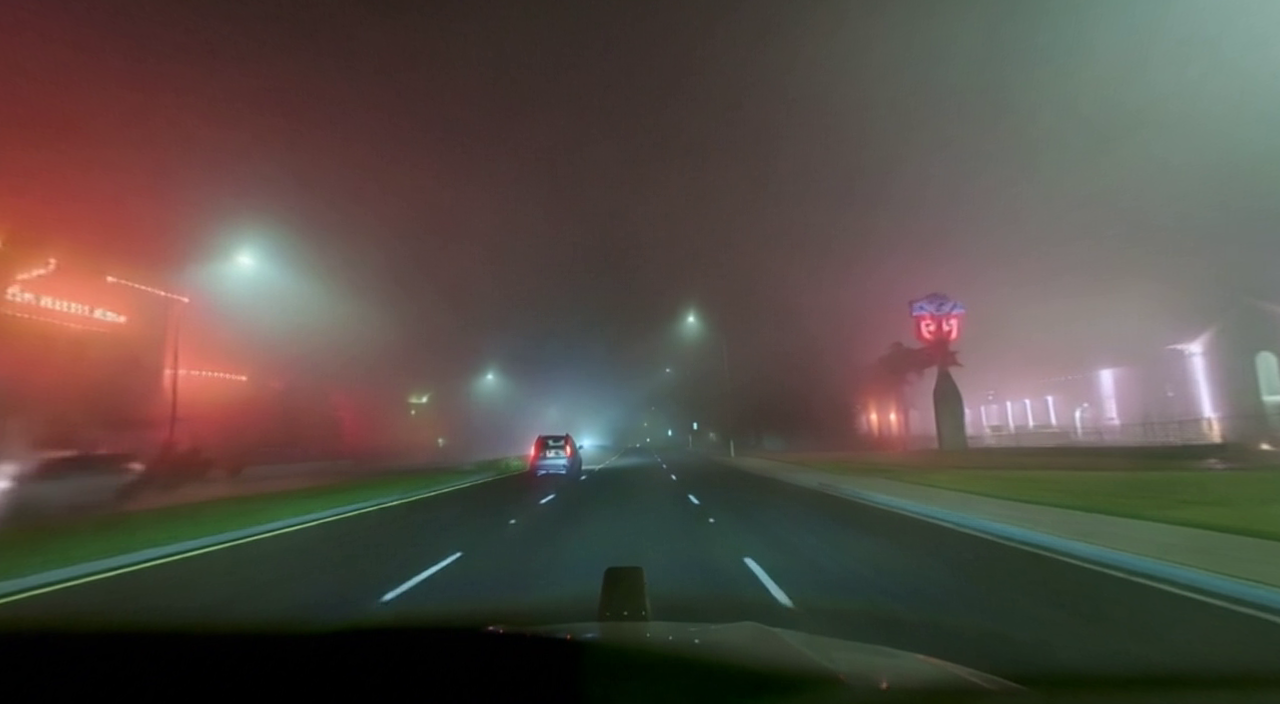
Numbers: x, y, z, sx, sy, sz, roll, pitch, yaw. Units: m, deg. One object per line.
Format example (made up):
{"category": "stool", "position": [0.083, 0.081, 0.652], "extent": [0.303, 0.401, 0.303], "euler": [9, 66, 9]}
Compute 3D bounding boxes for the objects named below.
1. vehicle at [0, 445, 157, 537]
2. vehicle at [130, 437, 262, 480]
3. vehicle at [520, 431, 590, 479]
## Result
{"category": "vehicle", "position": [-11.347, 2.426, 11.369], "extent": [1.930, 1.480, 4.115], "euler": [0, -8, 1]}
{"category": "vehicle", "position": [-22.432, 5.402, 32.281], "extent": [2.452, 1.859, 5.964], "euler": [-3, -9, -1]}
{"category": "vehicle", "position": [-3.208, 4.021, 24.904], "extent": [2.062, 1.693, 4.669], "euler": [0, -8, 1]}
